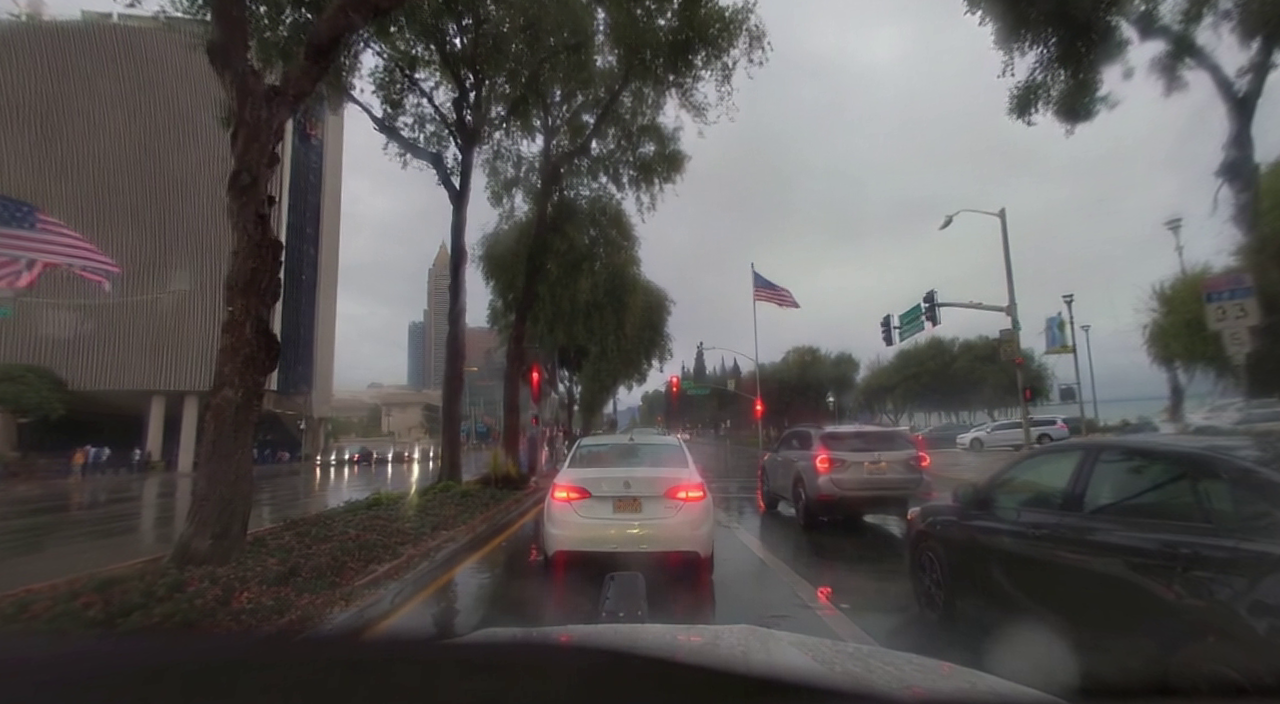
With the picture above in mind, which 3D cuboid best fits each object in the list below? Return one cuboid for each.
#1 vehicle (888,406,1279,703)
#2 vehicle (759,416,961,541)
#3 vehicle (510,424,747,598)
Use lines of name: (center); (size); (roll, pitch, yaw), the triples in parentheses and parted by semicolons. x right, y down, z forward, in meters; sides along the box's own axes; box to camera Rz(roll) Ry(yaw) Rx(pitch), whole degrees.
vehicle: (3.382, 1.180, 4.022); (1.833, 1.465, 4.258); (0, -8, -1)
vehicle: (3.520, 2.115, 11.217); (1.978, 1.738, 4.599); (0, -8, 1)
vehicle: (-0.109, 1.699, 7.558); (2.096, 1.521, 3.747); (0, -8, 0)
